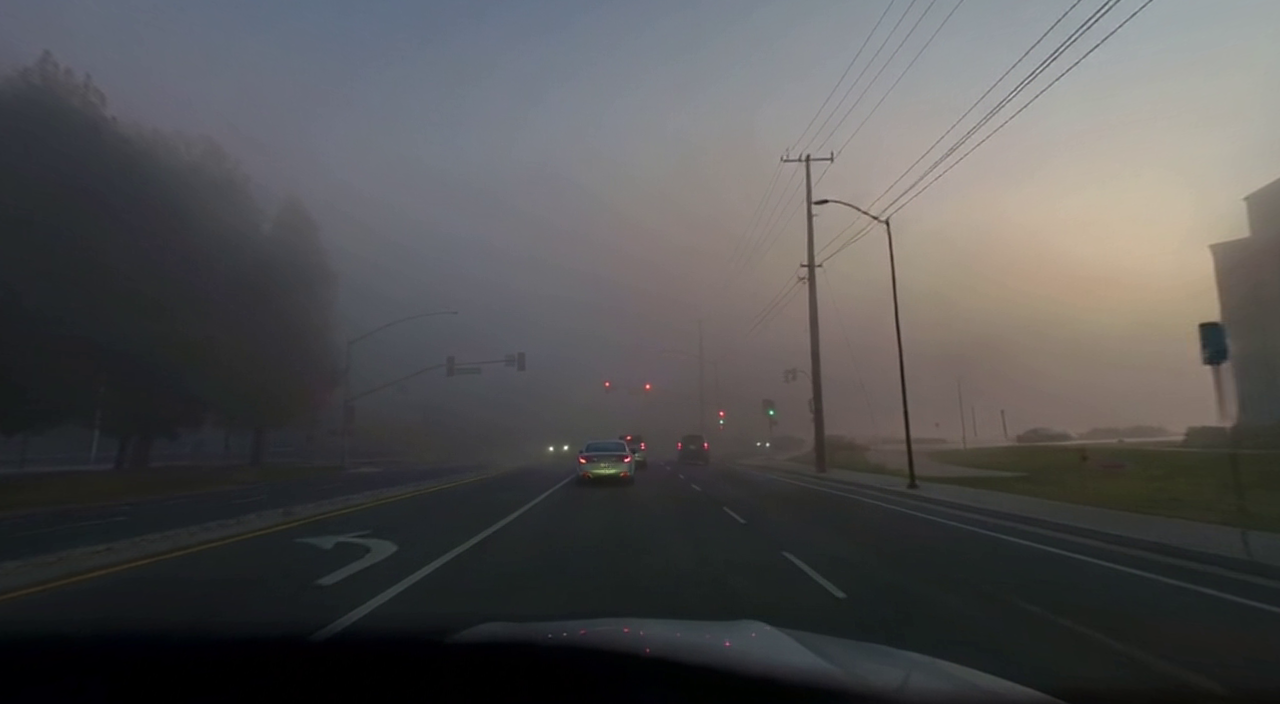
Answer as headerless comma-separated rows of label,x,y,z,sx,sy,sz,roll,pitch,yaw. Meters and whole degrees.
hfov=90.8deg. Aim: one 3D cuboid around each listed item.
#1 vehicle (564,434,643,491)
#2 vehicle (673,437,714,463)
vehicle,-0.976,3.214,18.701,2.075,1.470,3.962,0,-9,0
vehicle,3.231,6.053,38.998,1.945,1.470,4.363,0,-9,-2
